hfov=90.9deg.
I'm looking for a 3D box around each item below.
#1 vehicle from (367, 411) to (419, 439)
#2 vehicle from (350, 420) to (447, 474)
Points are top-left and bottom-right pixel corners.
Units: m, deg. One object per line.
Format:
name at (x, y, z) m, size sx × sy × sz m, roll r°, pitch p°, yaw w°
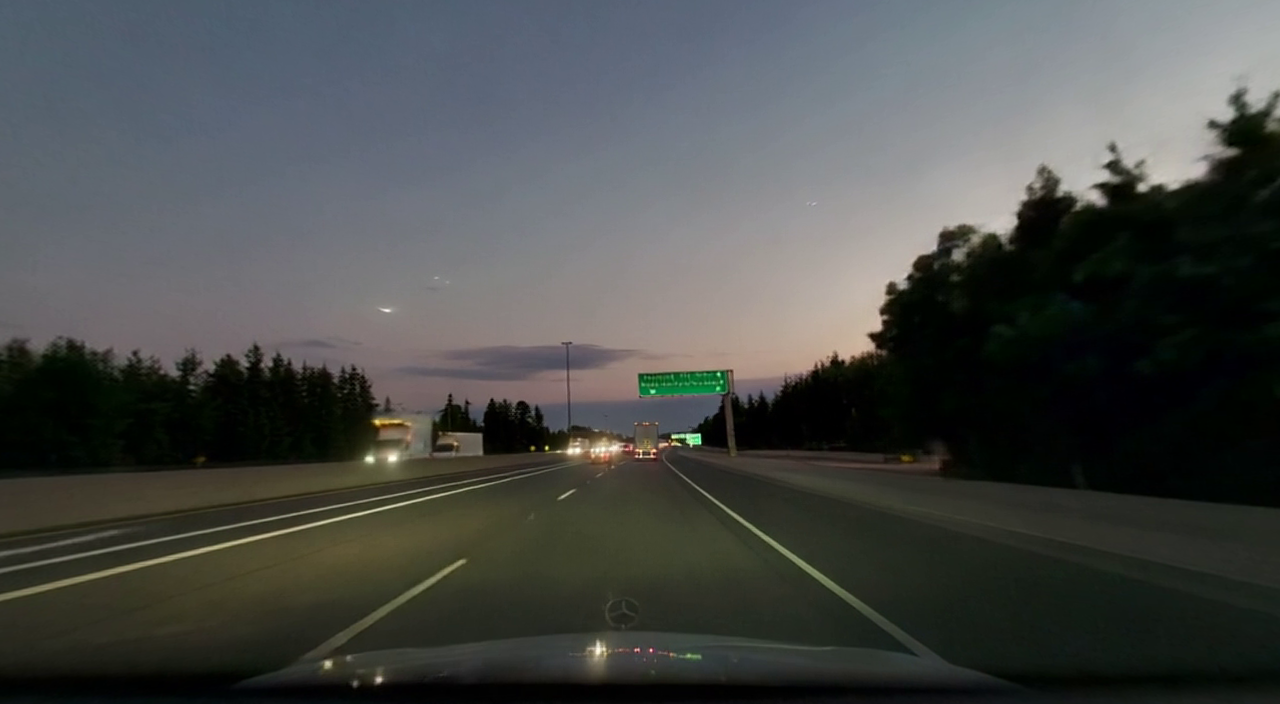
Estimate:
vehicle at (-17.134, 5.139, 44.000) m, size 1.866 × 1.761 × 4.683 m, roll -2°, pitch -8°, yaw -1°
vehicle at (-17.277, 6.950, 46.184) m, size 3.018 × 3.494 × 10.321 m, roll 0°, pitch -9°, yaw 0°
